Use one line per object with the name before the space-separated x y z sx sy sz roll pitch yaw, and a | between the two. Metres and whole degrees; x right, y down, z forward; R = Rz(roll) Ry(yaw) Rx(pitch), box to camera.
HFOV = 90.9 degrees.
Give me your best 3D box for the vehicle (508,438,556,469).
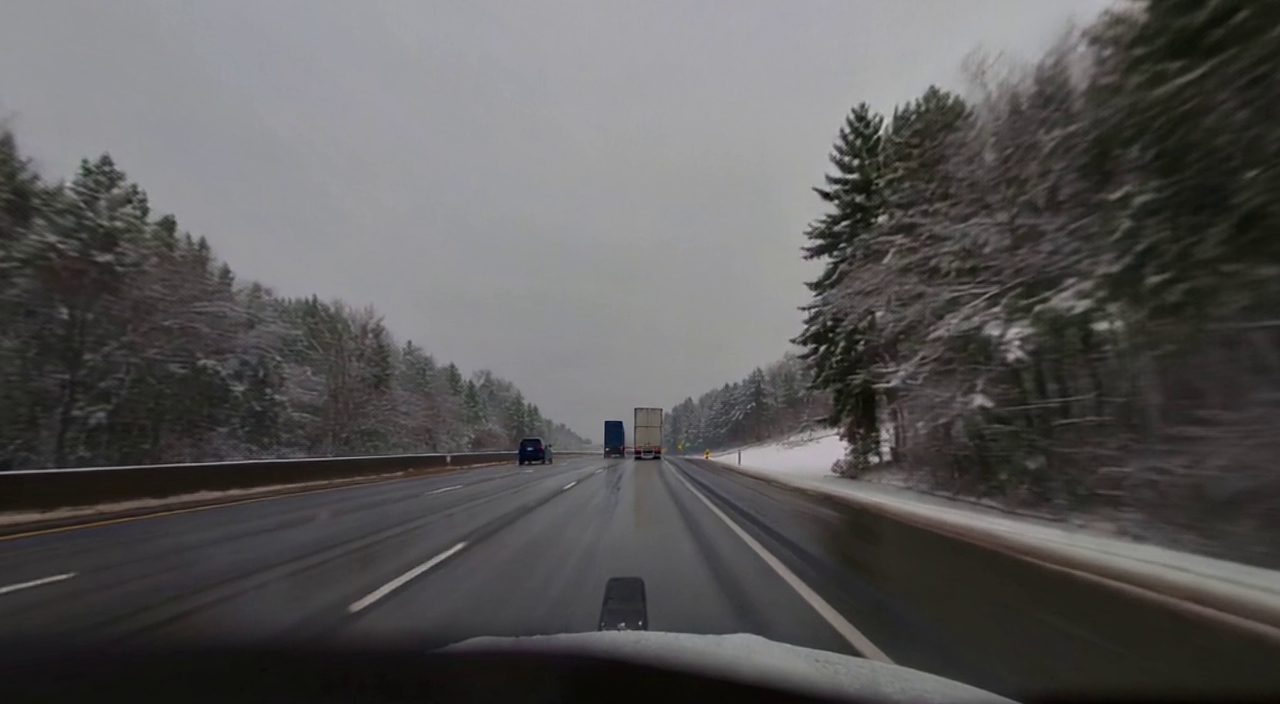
vehicle | -6.877 6.521 40.773 2.149 1.884 4.627 0 -8 1
